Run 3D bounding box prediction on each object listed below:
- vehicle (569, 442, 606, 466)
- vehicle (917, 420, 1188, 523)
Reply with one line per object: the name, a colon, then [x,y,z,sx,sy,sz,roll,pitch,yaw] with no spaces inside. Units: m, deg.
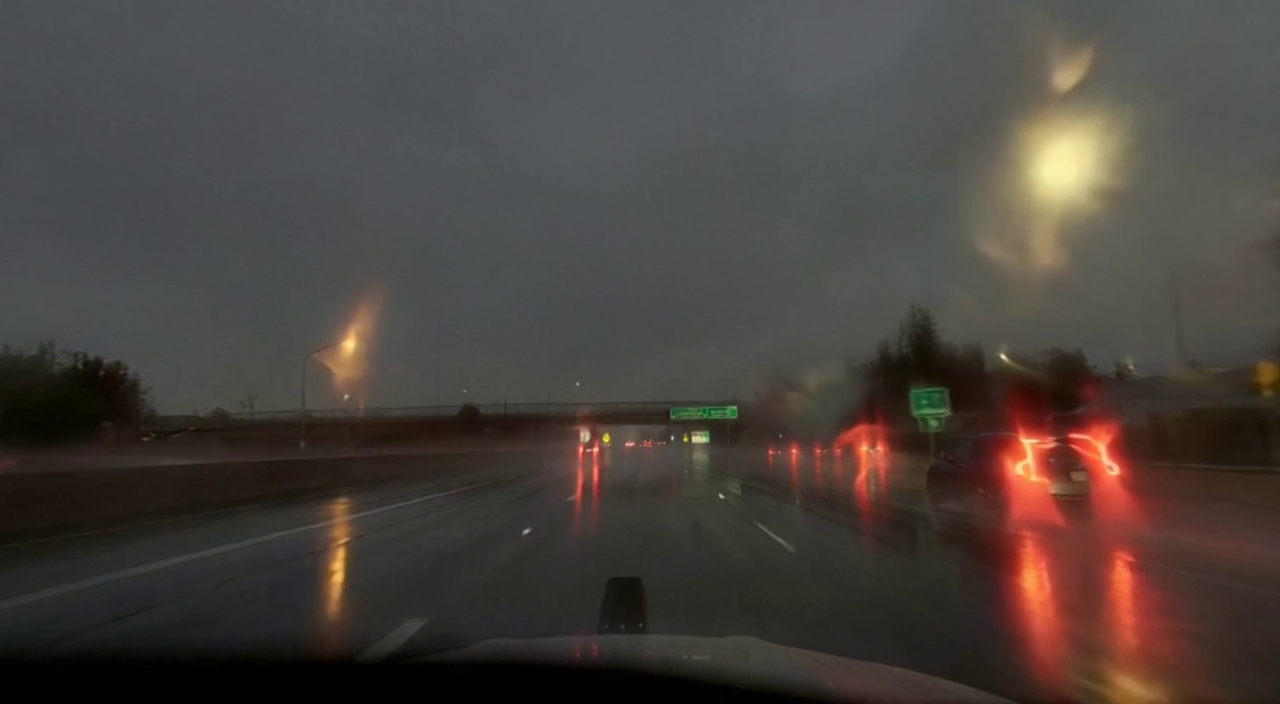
vehicle: [-3.479,6.875,42.538,2.055,1.533,4.604,0,-8,1]
vehicle: [7.562,2.243,12.335,2.032,1.601,4.863,0,-8,0]
